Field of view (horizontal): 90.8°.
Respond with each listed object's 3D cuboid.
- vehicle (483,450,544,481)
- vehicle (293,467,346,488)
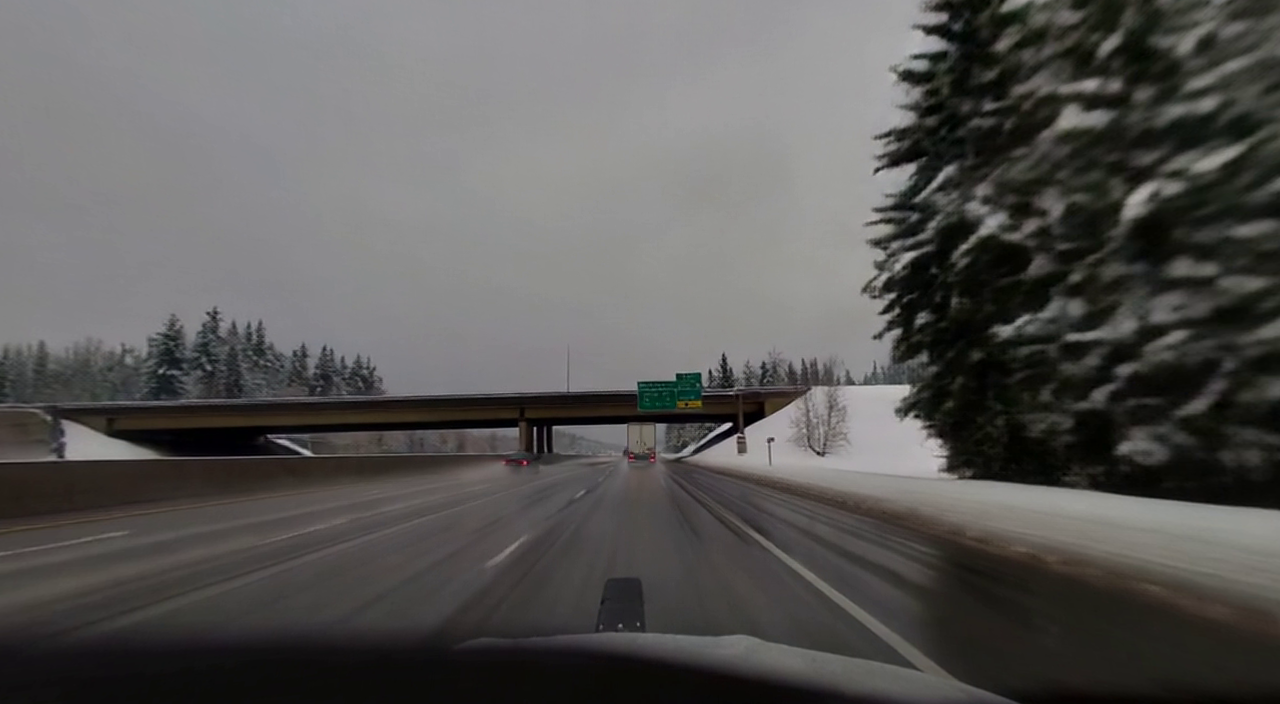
[{"bbox_3d":[-6.363,5.753,32.248,1.953,1.452,4.711,-1,-9,3],"label":"vehicle"},{"bbox_3d":[-24.320,9.522,48.042,1.665,1.434,4.369,0,-9,2],"label":"vehicle"}]
